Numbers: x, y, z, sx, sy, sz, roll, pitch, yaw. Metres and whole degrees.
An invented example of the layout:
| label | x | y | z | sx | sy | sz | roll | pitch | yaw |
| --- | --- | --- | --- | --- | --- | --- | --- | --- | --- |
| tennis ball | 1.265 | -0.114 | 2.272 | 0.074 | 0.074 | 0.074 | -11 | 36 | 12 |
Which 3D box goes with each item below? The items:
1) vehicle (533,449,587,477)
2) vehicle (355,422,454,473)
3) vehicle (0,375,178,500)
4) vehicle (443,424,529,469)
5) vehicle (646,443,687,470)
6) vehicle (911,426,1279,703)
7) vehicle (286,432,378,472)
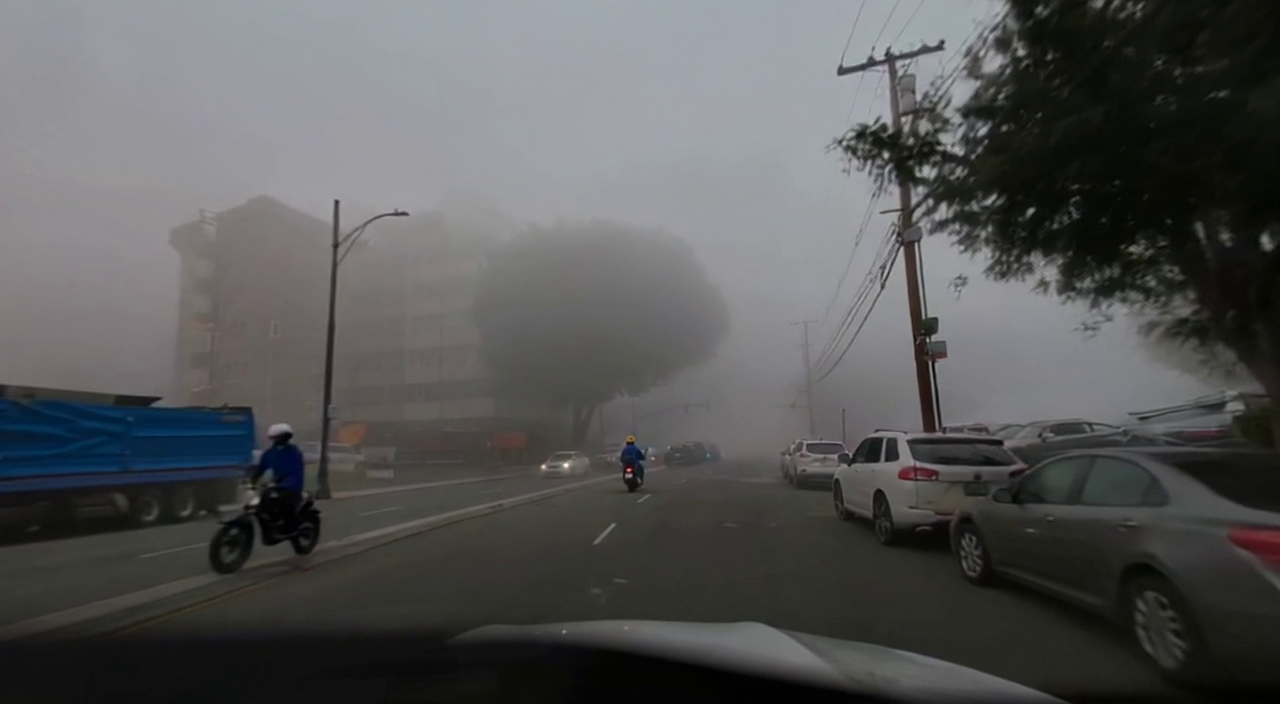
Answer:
| label | x | y | z | sx | sy | sz | roll | pitch | yaw |
| --- | --- | --- | --- | --- | --- | --- | --- | --- | --- |
| vehicle | -4.949 | 6.917 | 39.644 | 1.905 | 1.536 | 4.714 | -2 | -9 | 12 |
| vehicle | -17.586 | 7.220 | 48.126 | 3.283 | 3.441 | 8.669 | -3 | -8 | 8 |
| vehicle | -19.918 | 2.062 | 15.207 | 3.442 | 3.445 | 16.952 | -2 | -8 | 6 |
| vehicle | -11.636 | 7.309 | 48.897 | 2.990 | 3.144 | 9.080 | -2 | -9 | 10 |
| vehicle | 1.760 | 6.683 | 40.601 | 1.925 | 1.602 | 4.090 | -2 | -9 | 12 |
| vehicle | 3.976 | 1.396 | 5.078 | 1.826 | 1.469 | 4.608 | -1 | -8 | 4 |
| vehicle | -23.722 | 7.717 | 49.076 | 2.933 | 2.907 | 6.416 | -3 | -8 | 13 |
